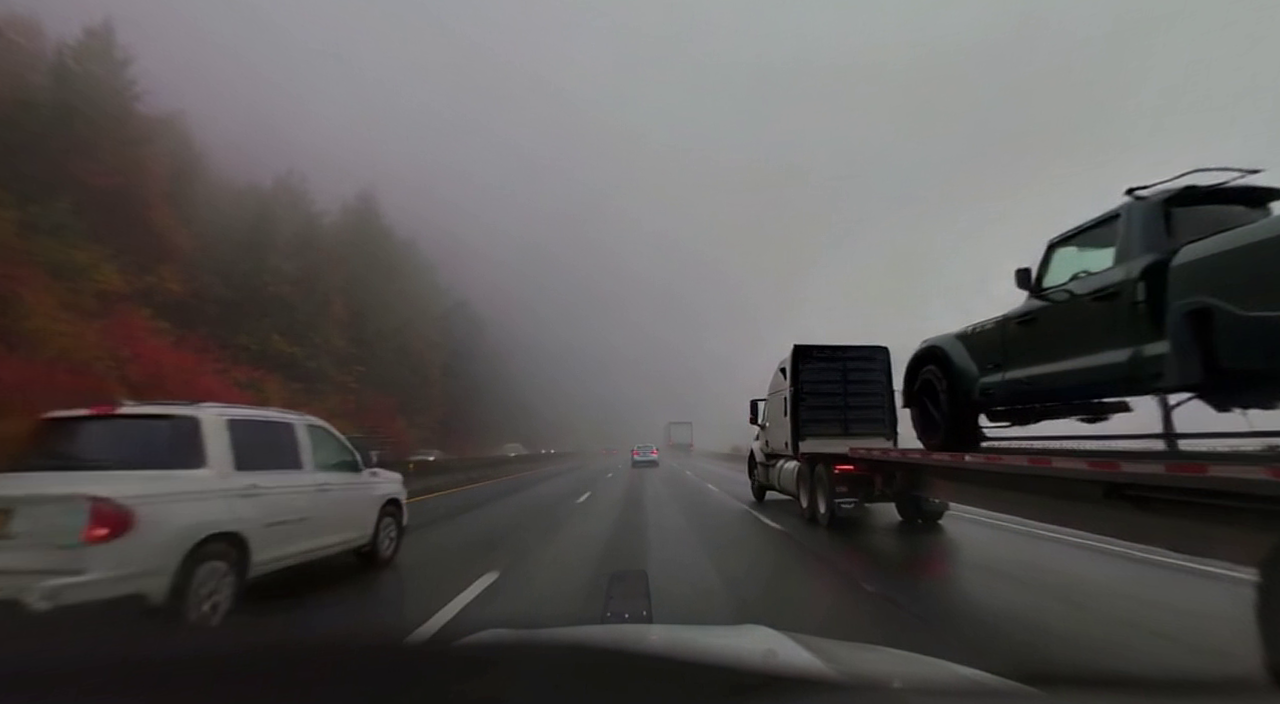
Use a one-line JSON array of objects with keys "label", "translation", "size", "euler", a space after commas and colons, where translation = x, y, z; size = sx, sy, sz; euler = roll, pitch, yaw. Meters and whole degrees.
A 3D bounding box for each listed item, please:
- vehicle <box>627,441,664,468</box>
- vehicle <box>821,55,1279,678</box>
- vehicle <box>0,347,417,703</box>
[{"label": "vehicle", "translation": [0.329, 6.155, 38.011], "size": [2.152, 1.484, 4.211], "euler": [0, -8, 1]}, {"label": "vehicle", "translation": [4.956, 0.325, 5.014], "size": [3.150, 3.257, 13.098], "euler": [0, -8, 0]}, {"label": "vehicle", "translation": [-3.553, 1.122, 4.543], "size": [2.077, 1.669, 4.739], "euler": [0, -8, 1]}]
